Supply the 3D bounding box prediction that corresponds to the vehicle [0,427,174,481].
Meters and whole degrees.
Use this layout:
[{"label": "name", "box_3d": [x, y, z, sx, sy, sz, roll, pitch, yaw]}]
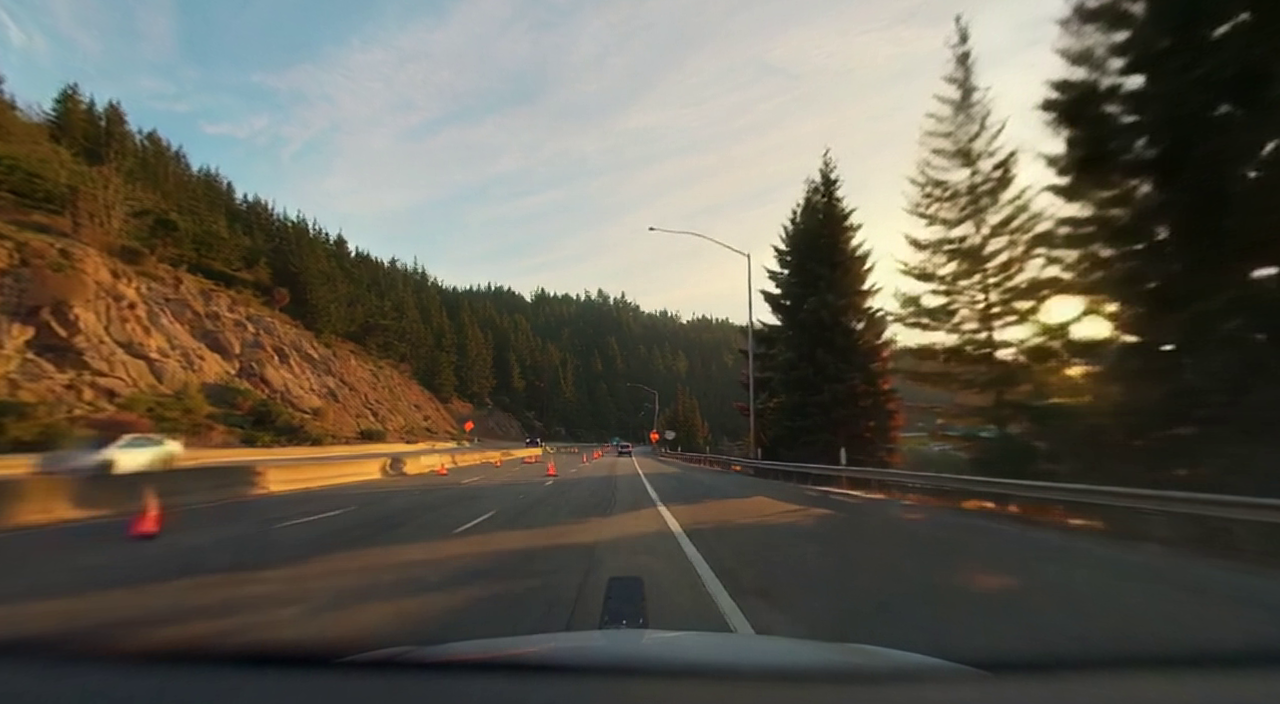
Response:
[{"label": "vehicle", "box_3d": [-19.145, 3.543, 22.125, 1.952, 1.661, 4.651, -1, -9, 0]}]
